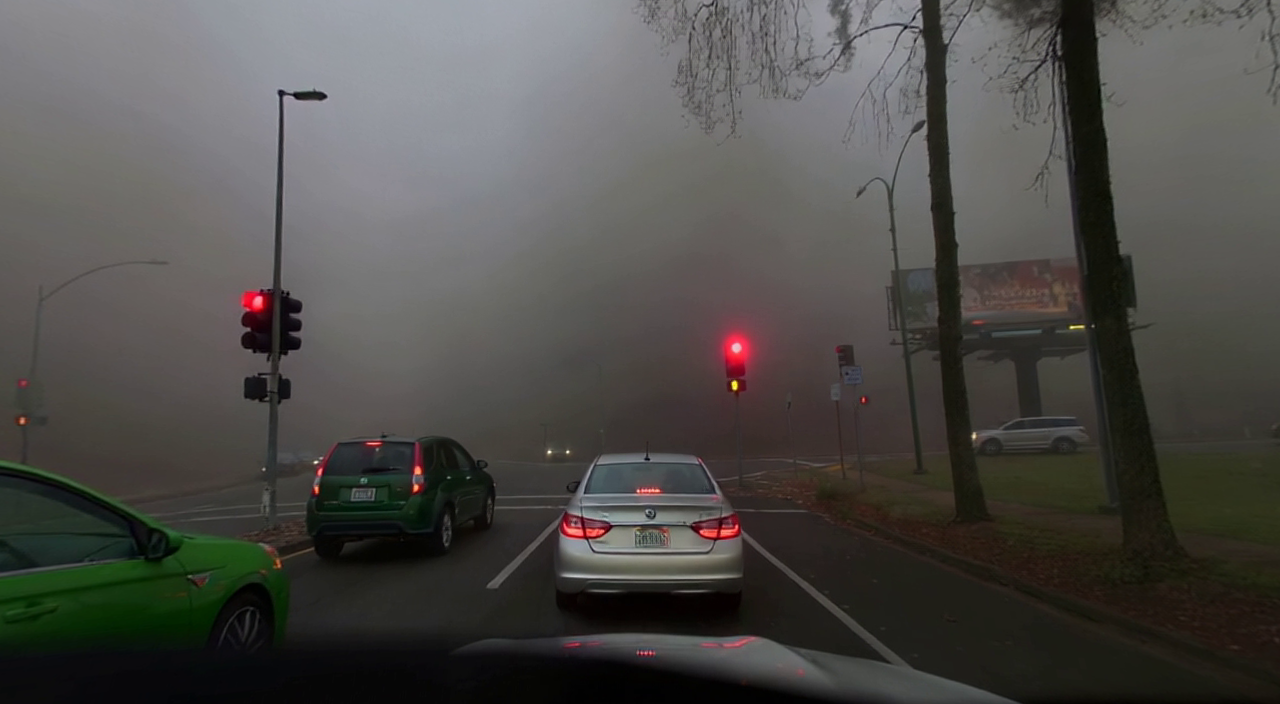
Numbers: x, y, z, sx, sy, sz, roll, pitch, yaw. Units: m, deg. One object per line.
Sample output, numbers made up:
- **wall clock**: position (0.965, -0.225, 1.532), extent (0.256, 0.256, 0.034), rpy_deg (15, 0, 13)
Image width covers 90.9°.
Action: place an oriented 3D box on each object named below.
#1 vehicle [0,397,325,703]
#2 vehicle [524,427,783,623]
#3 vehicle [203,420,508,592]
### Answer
- **vehicle**: position (-3.145, 0.964, 2.422), extent (1.808, 1.520, 3.846), rpy_deg (-1, -9, 1)
- **vehicle**: position (0.041, 1.590, 6.622), extent (1.977, 1.467, 3.474), rpy_deg (0, -9, -2)
- **vehicle**: position (-3.166, 1.795, 8.136), extent (1.950, 1.628, 4.082), rpy_deg (-1, -9, 1)
